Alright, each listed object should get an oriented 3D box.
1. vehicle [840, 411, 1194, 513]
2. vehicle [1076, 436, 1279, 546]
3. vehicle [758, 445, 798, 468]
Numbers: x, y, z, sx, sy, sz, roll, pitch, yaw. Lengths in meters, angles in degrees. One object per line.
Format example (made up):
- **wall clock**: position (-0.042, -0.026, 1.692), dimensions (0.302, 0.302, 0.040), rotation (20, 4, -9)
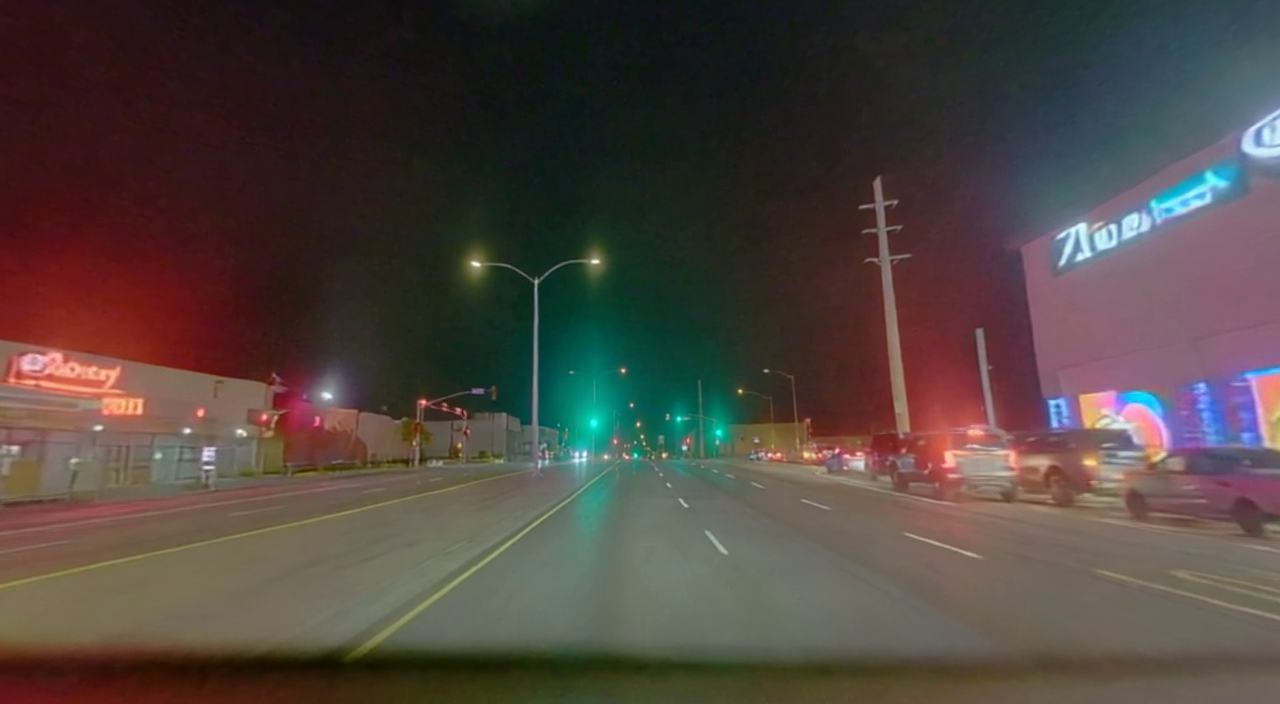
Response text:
- **vehicle**: position (10.038, 2.892, 17.006), dimensions (6.229, 2.004, 6.552), rotation (7, -13, -43)
- **vehicle**: position (9.768, 2.147, 10.237), dimensions (1.876, 1.511, 4.726), rotation (0, -9, -2)
- **vehicle**: position (9.550, 7.262, 44.029), dimensions (1.844, 1.449, 4.149), rotation (0, -9, 0)
